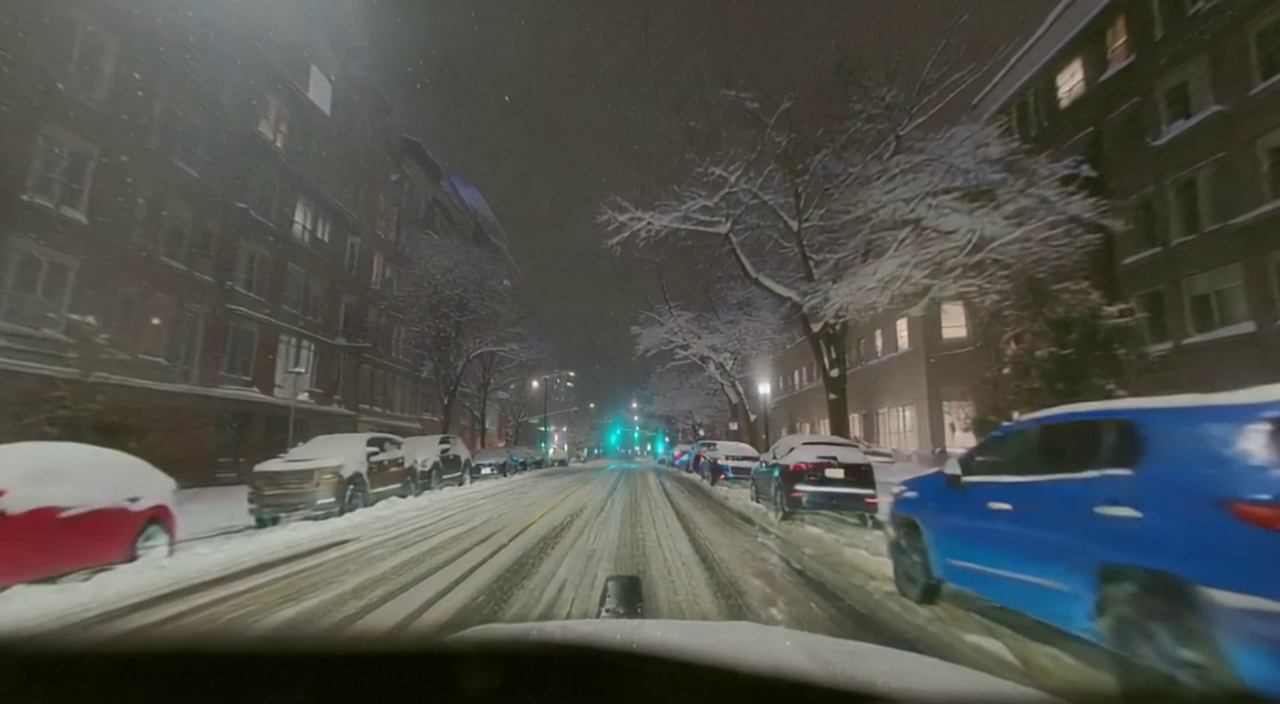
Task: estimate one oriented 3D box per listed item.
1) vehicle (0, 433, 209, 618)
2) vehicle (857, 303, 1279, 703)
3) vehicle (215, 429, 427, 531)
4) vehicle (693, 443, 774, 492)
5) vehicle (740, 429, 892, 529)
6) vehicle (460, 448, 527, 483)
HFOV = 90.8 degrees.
[{"bbox_3d":[-6.770,1.674,6.352,1.938,1.654,4.130,0,-9,0],"label":"vehicle"},{"bbox_3d":[3.289,0.981,3.837,2.118,1.793,4.885,0,-9,-1],"label":"vehicle"},{"bbox_3d":[-6.699,2.726,14.083,2.224,1.849,4.772,0,-9,0],"label":"vehicle"},{"bbox_3d":[3.062,3.909,21.761,1.908,1.461,4.873,0,-9,-2],"label":"vehicle"},{"bbox_3d":[3.307,2.465,12.777,1.828,1.664,4.035,0,-9,-1],"label":"vehicle"},{"bbox_3d":[-6.702,5.223,29.398,1.913,1.479,4.714,0,-9,1],"label":"vehicle"}]
